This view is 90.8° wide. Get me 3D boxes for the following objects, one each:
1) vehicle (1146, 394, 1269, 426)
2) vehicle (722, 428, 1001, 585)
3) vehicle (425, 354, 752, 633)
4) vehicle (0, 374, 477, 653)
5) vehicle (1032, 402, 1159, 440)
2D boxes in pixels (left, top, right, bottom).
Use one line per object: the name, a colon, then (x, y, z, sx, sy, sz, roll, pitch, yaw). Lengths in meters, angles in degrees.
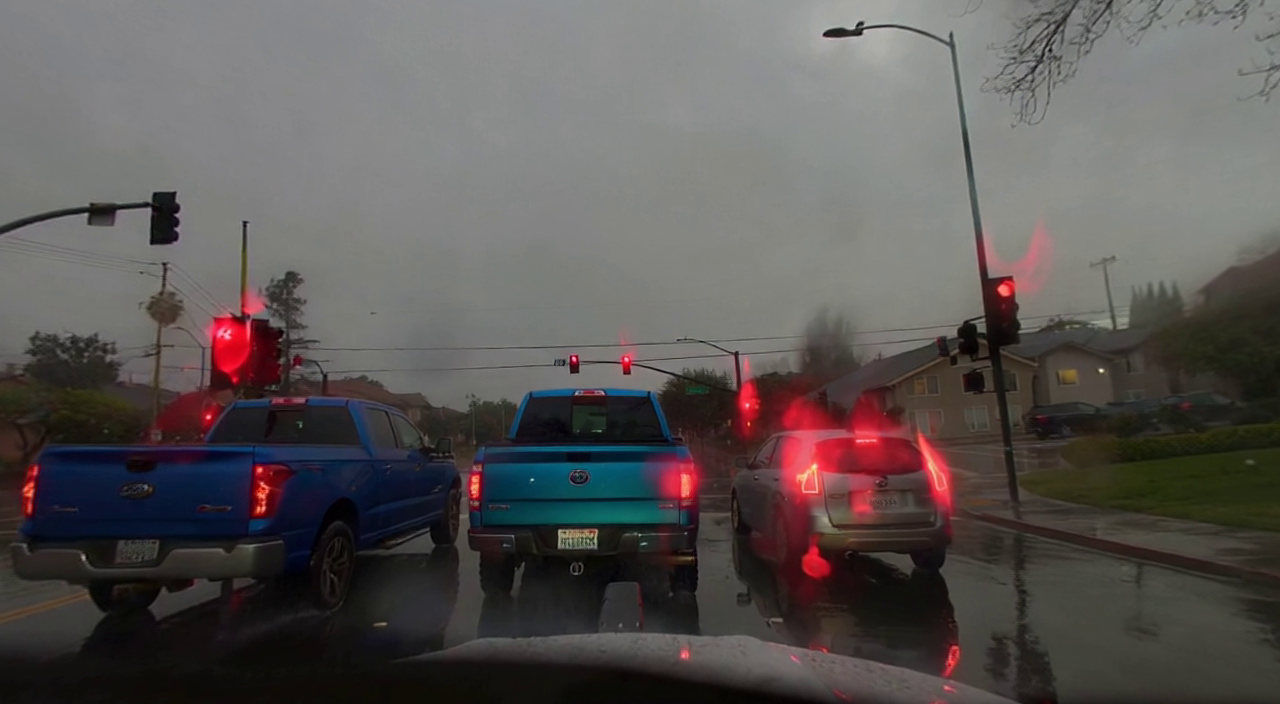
vehicle: (29.280, 3.038, 32.682, 4.540, 1.543, 1.803, 0, -9, 0)
vehicle: (2.415, 1.813, 8.291, 2.016, 1.481, 4.336, 0, -9, -1)
vehicle: (-0.392, 1.312, 6.738, 2.282, 1.964, 4.421, 0, -9, -1)
vehicle: (-3.452, 1.445, 6.830, 2.146, 1.828, 5.148, 0, -9, -2)
vehicle: (23.303, 3.588, 32.480, 4.721, 1.866, 2.188, 0, -9, 2)
